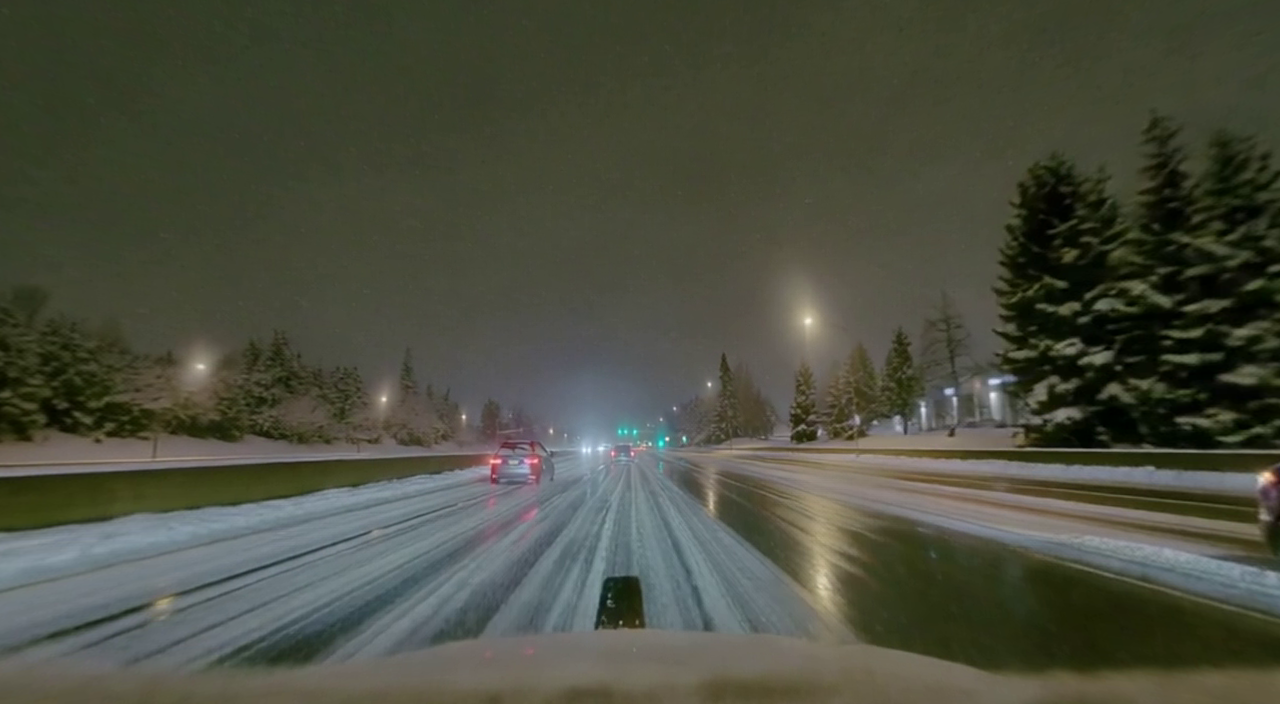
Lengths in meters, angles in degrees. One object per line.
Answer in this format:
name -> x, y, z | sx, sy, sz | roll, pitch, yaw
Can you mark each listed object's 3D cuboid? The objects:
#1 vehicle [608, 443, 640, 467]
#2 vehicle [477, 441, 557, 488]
vehicle -> -1.041, 6.854, 42.024 | 1.997, 1.485, 4.094 | 0, -8, -1
vehicle -> -4.157, 3.875, 22.120 | 1.886, 1.465, 4.625 | 0, -9, 0
